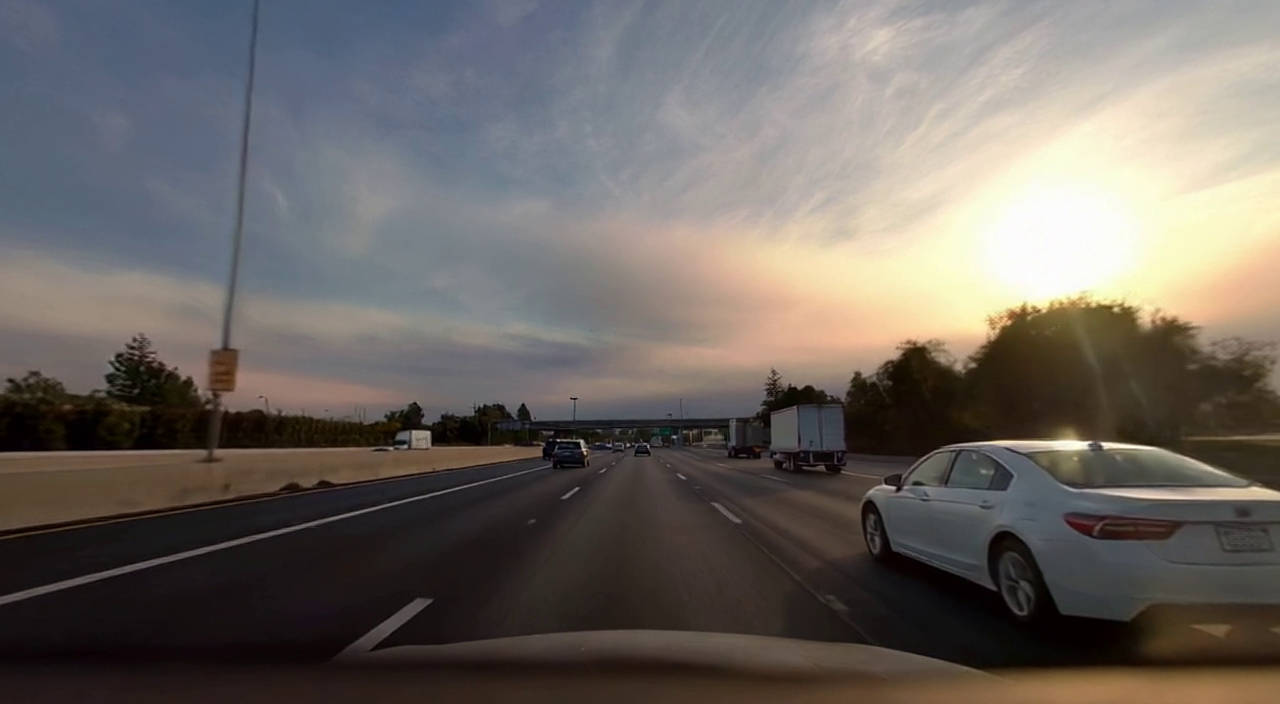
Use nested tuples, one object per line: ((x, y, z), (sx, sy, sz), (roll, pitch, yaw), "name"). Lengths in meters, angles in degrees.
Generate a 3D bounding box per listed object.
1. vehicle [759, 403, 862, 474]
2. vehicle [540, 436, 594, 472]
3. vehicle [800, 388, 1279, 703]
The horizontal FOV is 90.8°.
((8.451, 4.506, 32.603), (2.798, 3.172, 8.403), (0, -9, -1), "vehicle")
((-3.794, 5.399, 33.639), (2.193, 1.746, 4.512), (0, -8, 1), "vehicle")
((3.008, 1.289, 5.069), (2.107, 1.550, 4.949), (0, -8, -1), "vehicle")
